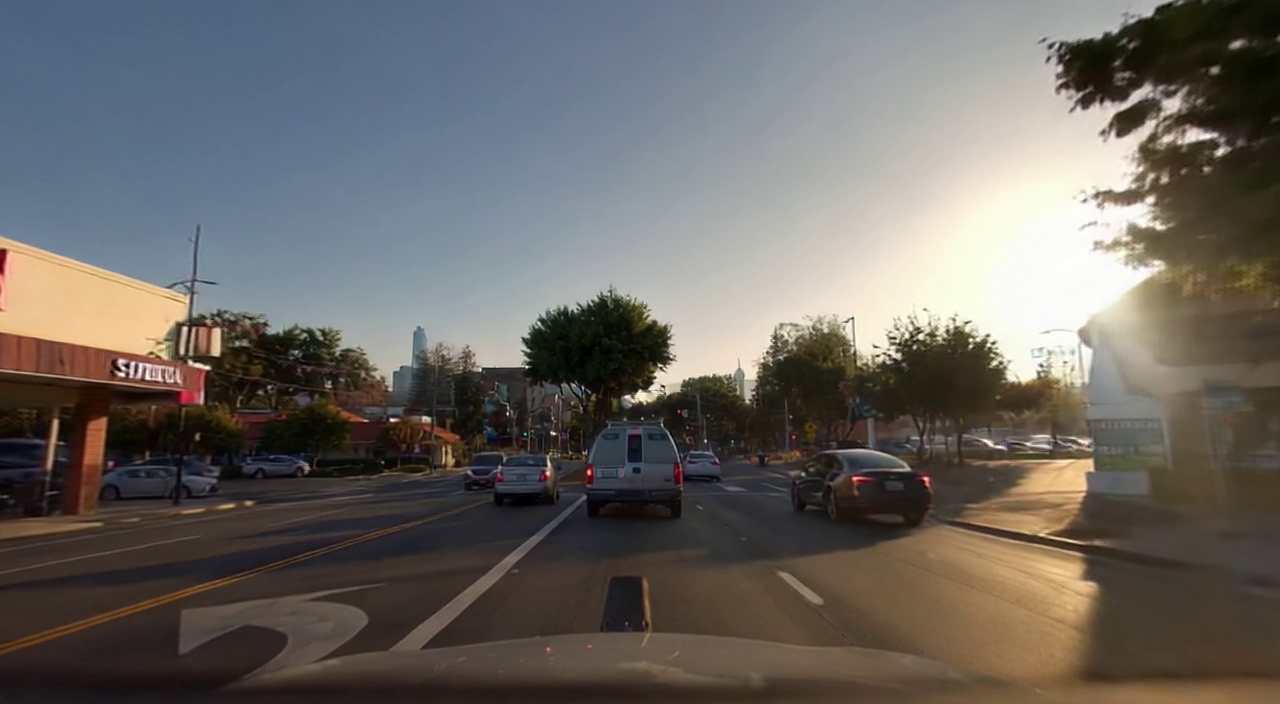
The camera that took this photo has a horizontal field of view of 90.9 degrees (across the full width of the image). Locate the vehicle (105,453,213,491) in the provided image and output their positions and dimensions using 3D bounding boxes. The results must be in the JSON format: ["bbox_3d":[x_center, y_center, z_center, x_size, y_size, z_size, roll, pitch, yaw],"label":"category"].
[{"bbox_3d":[-26.283,6.524,34.739,2.123,1.820,5.136,0,-8,-4],"label":"vehicle"}]

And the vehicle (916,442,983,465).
[{"bbox_3d":[21.517,7.045,43.973,1.889,1.496,4.092,2,-9,-15],"label":"vehicle"}]

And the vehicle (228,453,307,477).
[{"bbox_3d":[-27.301,8.280,46.299,4.458,1.608,2.051,-1,-8,2],"label":"vehicle"}]

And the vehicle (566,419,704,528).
[{"bbox_3d":[-0.108,2.735,14.845,2.638,2.065,5.313,0,-8,0],"label":"vehicle"}]

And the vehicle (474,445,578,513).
[{"bbox_3d":[-2.940,3.361,17.293,1.975,1.570,4.456,0,-8,1],"label":"vehicle"}]

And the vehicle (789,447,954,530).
[{"bbox_3d":[5.048,3.008,14.653,1.994,1.545,4.919,0,-8,1],"label":"vehicle"}]
